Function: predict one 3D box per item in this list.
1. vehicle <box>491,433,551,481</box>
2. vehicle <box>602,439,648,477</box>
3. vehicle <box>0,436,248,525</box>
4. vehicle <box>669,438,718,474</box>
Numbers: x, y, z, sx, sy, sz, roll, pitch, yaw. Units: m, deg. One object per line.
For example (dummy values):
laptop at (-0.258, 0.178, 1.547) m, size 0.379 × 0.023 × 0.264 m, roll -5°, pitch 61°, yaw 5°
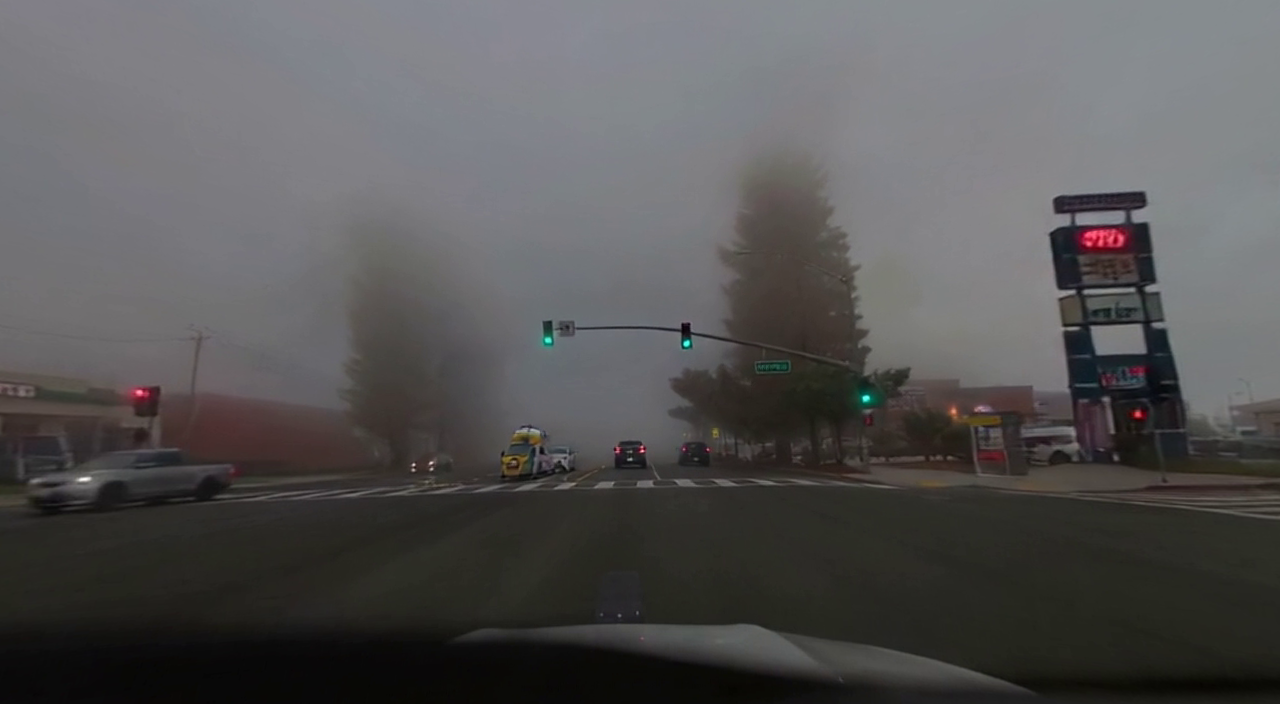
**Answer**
vehicle at (-5.671, 5.079, 30.807) m, size 2.072 × 2.107 × 4.723 m, roll 0°, pitch -9°, yaw -1°
vehicle at (-0.705, 5.323, 31.865) m, size 2.177 × 1.754 × 3.815 m, roll 0°, pitch -9°, yaw 0°
vehicle at (-13.244, 3.204, 16.498) m, size 2.287 × 1.874 × 5.798 m, roll 0°, pitch -9°, yaw 0°
vehicle at (2.977, 5.943, 36.286) m, size 2.190 × 1.913 × 5.174 m, roll 0°, pitch -9°, yaw -2°
